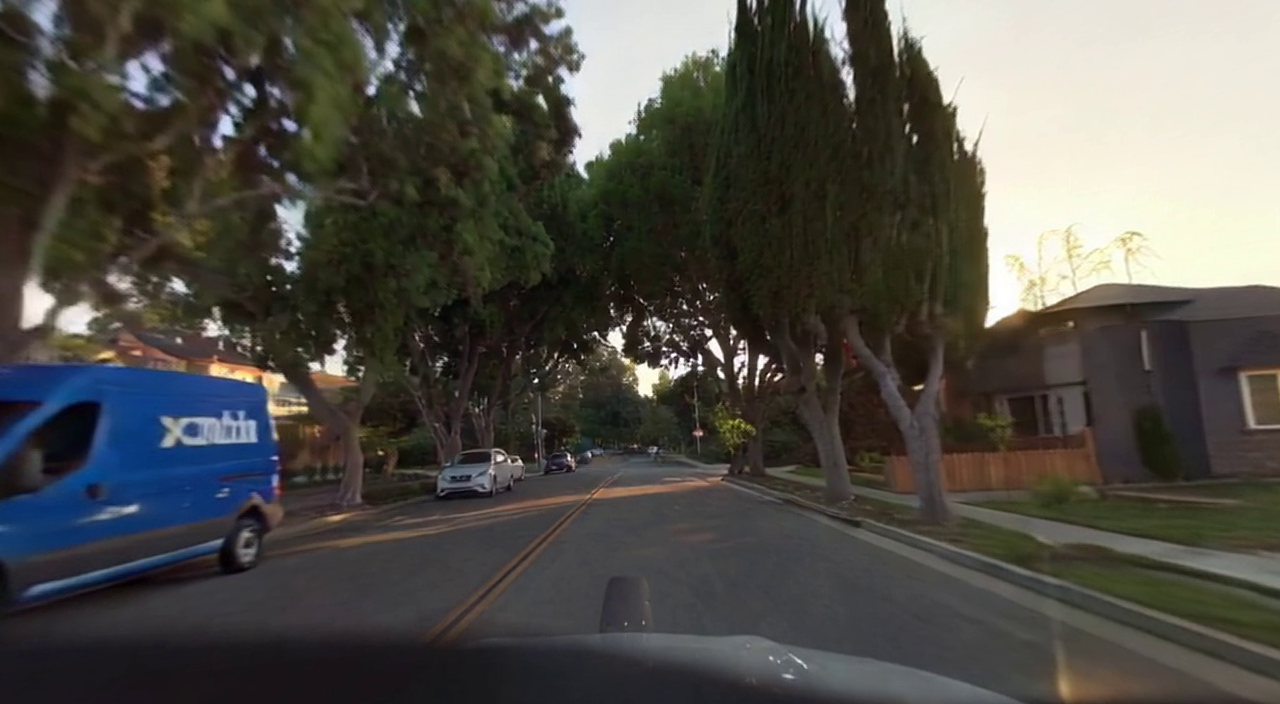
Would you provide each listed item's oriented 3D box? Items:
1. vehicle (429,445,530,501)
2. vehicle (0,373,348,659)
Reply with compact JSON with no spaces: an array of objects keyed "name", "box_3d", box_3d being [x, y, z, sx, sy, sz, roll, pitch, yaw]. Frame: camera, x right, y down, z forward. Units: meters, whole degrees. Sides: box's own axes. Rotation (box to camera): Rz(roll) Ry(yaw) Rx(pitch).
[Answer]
[{"name":"vehicle","box_3d":[-4.988,3.805,20.309,2.038,1.571,4.524,0,-8,0]},{"name":"vehicle","box_3d":[-5.666,1.518,6.893,2.315,2.008,5.343,0,-8,1]}]
